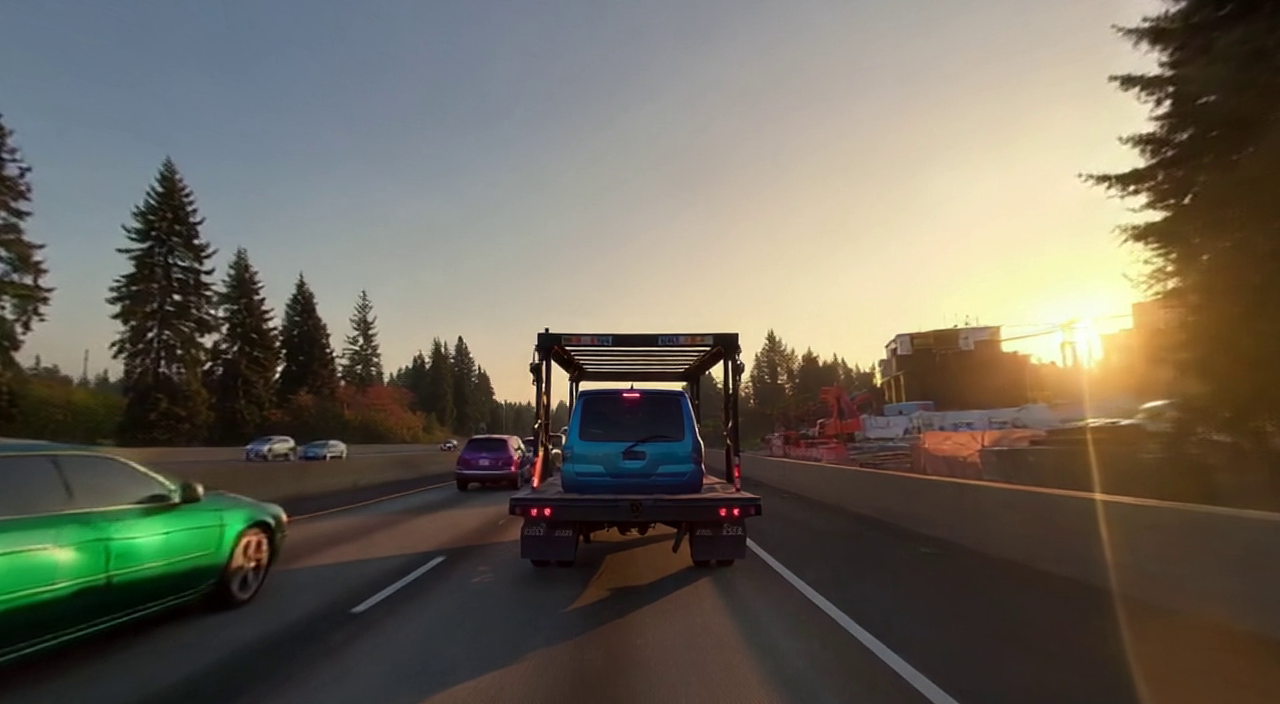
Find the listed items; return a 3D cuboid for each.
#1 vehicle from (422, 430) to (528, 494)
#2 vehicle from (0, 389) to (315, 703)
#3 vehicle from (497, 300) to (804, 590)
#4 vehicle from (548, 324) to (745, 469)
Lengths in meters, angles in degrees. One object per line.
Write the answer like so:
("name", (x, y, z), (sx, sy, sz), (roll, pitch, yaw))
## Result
("vehicle", (-4.746, 3.237, 18.940), (2.057, 1.665, 4.572), (0, -9, -2))
("vehicle", (-3.842, 0.942, 2.831), (2.155, 1.513, 4.964), (0, -9, 0))
("vehicle", (-0.165, 1.582, 10.947), (2.735, 2.597, 10.435), (1, -9, -3))
("vehicle", (-0.023, 0.829, 9.325), (2.156, 1.604, 4.680), (0, -9, -2))
